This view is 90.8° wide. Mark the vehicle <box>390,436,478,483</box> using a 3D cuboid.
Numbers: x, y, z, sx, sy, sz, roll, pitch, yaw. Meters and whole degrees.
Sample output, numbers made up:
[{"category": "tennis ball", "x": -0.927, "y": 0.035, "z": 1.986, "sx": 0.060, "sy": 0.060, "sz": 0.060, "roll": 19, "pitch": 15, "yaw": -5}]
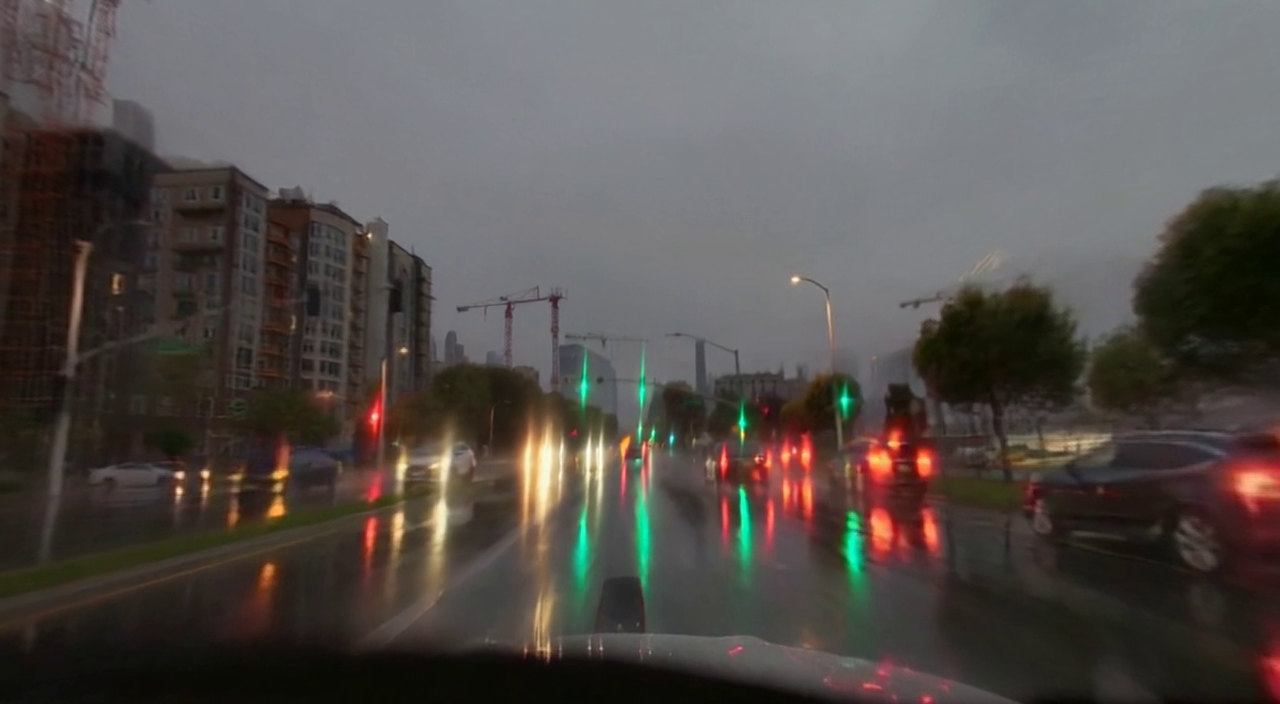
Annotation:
[{"category": "vehicle", "x": -8.366, "y": 4.403, "z": 26.179, "sx": 2.115, "sy": 1.723, "sz": 4.698, "roll": 0, "pitch": -9, "yaw": 0}]

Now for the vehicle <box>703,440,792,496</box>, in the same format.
[{"category": "vehicle", "x": 3.097, "y": 3.418, "z": 19.042, "sx": 1.910, "sy": 1.474, "sz": 4.003, "roll": 0, "pitch": -9, "yaw": -1}]

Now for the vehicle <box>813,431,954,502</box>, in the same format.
[{"category": "vehicle", "x": 7.185, "y": 3.425, "z": 19.453, "sx": 2.125, "sy": 1.838, "sz": 5.555, "roll": 0, "pitch": -9, "yaw": 0}]

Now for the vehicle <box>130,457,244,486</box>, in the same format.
[{"category": "vehicle", "x": -24.364, "y": 6.411, "z": 34.102, "sx": 4.575, "sy": 1.414, "sz": 1.895, "roll": 0, "pitch": -9, "yaw": -5}]

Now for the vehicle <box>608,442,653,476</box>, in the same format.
[{"category": "vehicle", "x": -0.442, "y": 5.040, "z": 30.045, "sx": 2.006, "sy": 1.487, "sz": 3.535, "roll": 0, "pitch": -9, "yaw": 0}]

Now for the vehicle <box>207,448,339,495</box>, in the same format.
[{"category": "vehicle", "x": -12.629, "y": 4.101, "z": 22.142, "sx": 1.943, "sy": 1.473, "sz": 4.463, "roll": 0, "pitch": -9, "yaw": 0}]

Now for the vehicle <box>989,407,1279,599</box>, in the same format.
[{"category": "vehicle", "x": 7.349, "y": 1.775, "z": 8.215, "sx": 2.317, "sy": 1.852, "sz": 5.530, "roll": 0, "pitch": -9, "yaw": -2}]
